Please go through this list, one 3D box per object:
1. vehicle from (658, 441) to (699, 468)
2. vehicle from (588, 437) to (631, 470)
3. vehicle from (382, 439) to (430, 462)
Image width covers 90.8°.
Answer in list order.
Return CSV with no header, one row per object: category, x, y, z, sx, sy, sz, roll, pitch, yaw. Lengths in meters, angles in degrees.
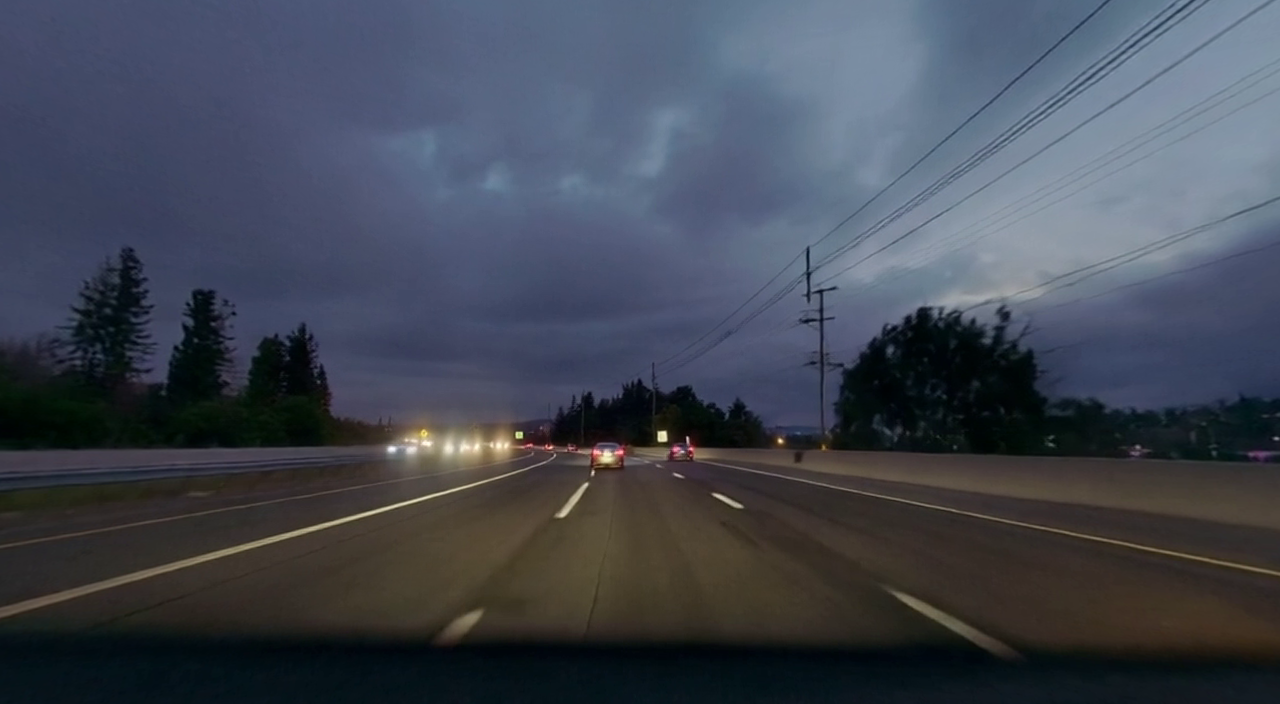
vehicle,2.174,5.950,36.802,1.789,1.503,3.897,1,-8,-5
vehicle,-1.691,5.536,34.634,2.188,1.714,3.921,0,-8,-3
vehicle,-16.248,6.851,44.112,1.890,1.507,4.764,1,-8,-4
